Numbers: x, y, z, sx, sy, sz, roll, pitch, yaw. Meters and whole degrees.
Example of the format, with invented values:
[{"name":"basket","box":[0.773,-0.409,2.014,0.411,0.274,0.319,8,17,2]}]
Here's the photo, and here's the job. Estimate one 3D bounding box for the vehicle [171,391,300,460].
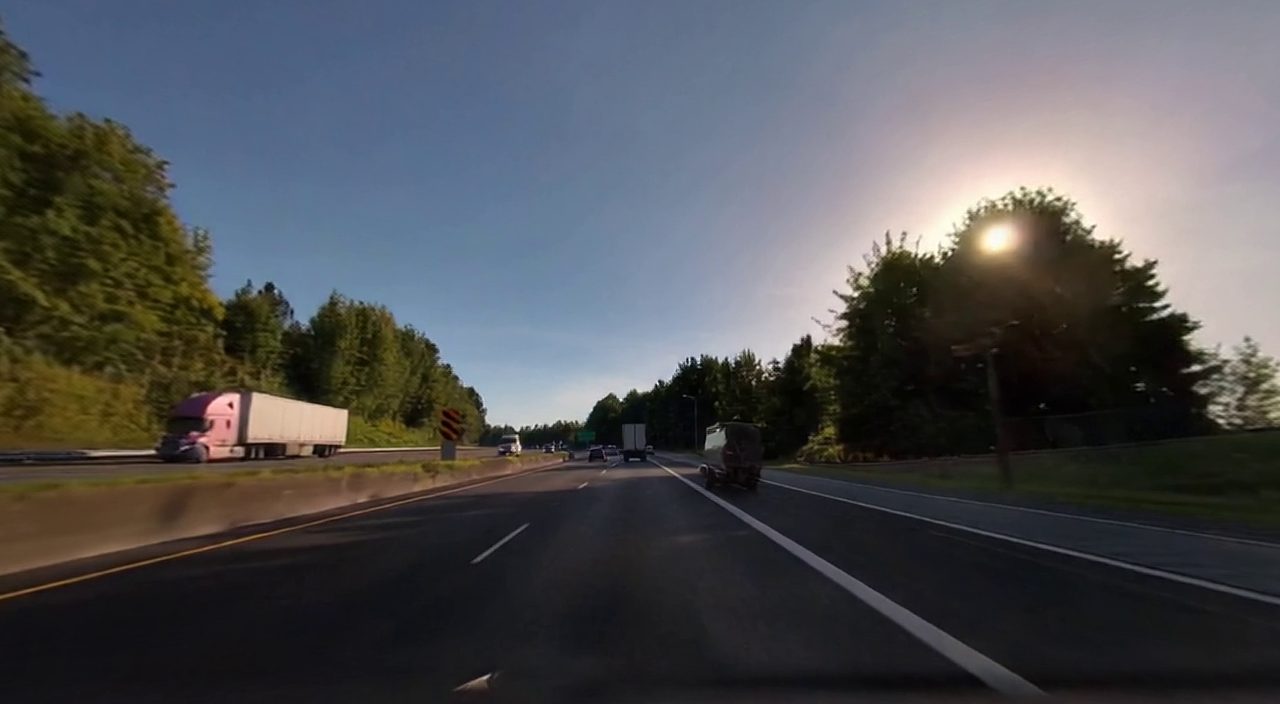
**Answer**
[{"name":"vehicle","box":[-24.043,4.563,38.021,2.766,3.715,7.293,0,-9,0]}]
